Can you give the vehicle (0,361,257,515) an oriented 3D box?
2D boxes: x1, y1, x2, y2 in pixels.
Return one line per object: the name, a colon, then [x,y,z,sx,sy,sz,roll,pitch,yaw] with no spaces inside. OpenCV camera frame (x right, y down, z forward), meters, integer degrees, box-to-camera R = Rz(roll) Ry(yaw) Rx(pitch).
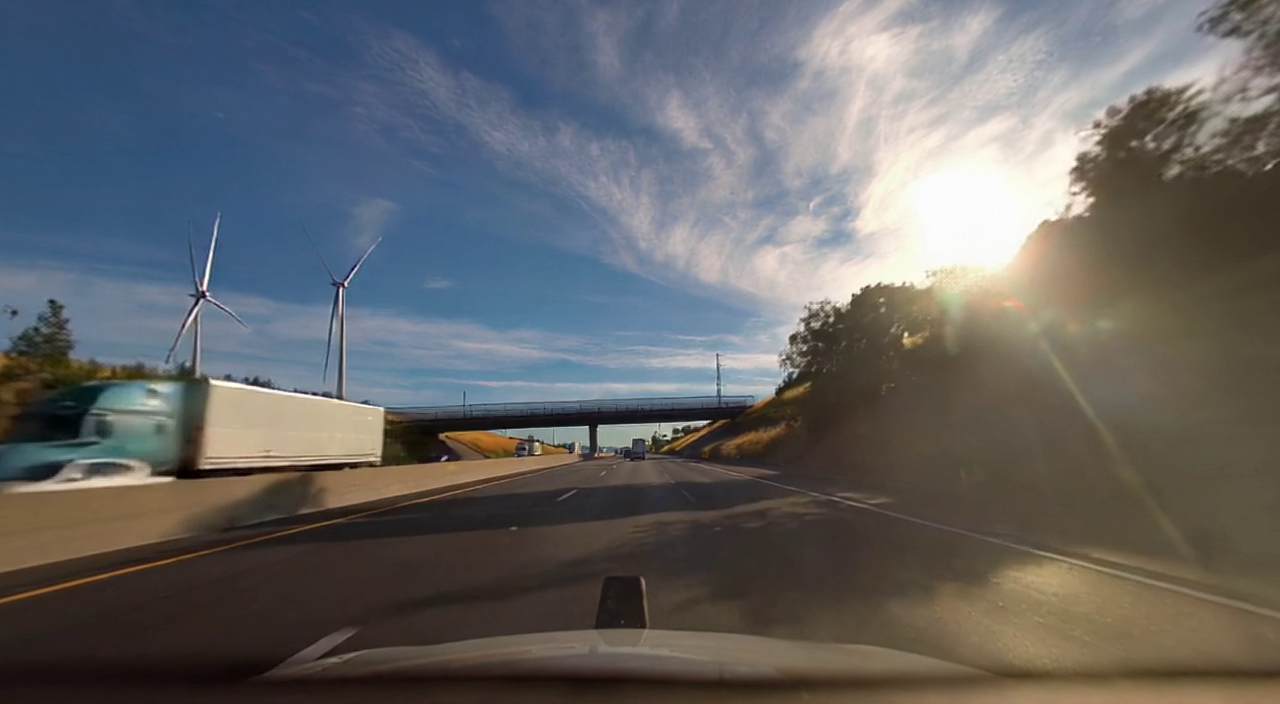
vehicle: [-15.561,2.712,19.773,3.154,4.039,6.070,0,-9,-1]
